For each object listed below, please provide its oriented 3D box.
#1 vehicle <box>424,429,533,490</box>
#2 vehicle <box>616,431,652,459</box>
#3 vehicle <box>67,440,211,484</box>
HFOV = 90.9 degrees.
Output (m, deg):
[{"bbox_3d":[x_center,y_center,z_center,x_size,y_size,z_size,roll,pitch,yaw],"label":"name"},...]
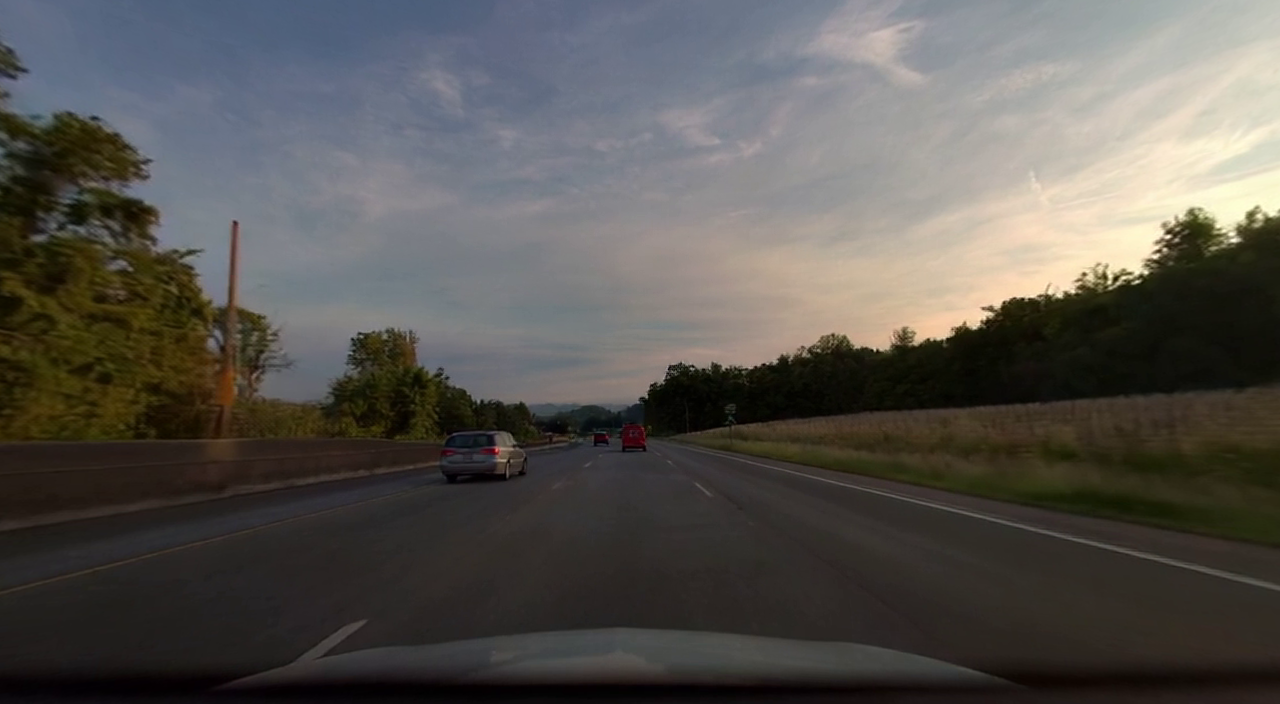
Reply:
[{"bbox_3d":[-4.328,2.915,17.563,1.931,1.483,4.105,0,-8,0],"label":"vehicle"},{"bbox_3d":[-0.386,5.780,39.385,2.162,1.616,4.242,0,-8,-1],"label":"vehicle"},{"bbox_3d":[-19.548,4.281,24.890,1.975,1.534,4.443,0,-8,1],"label":"vehicle"}]
